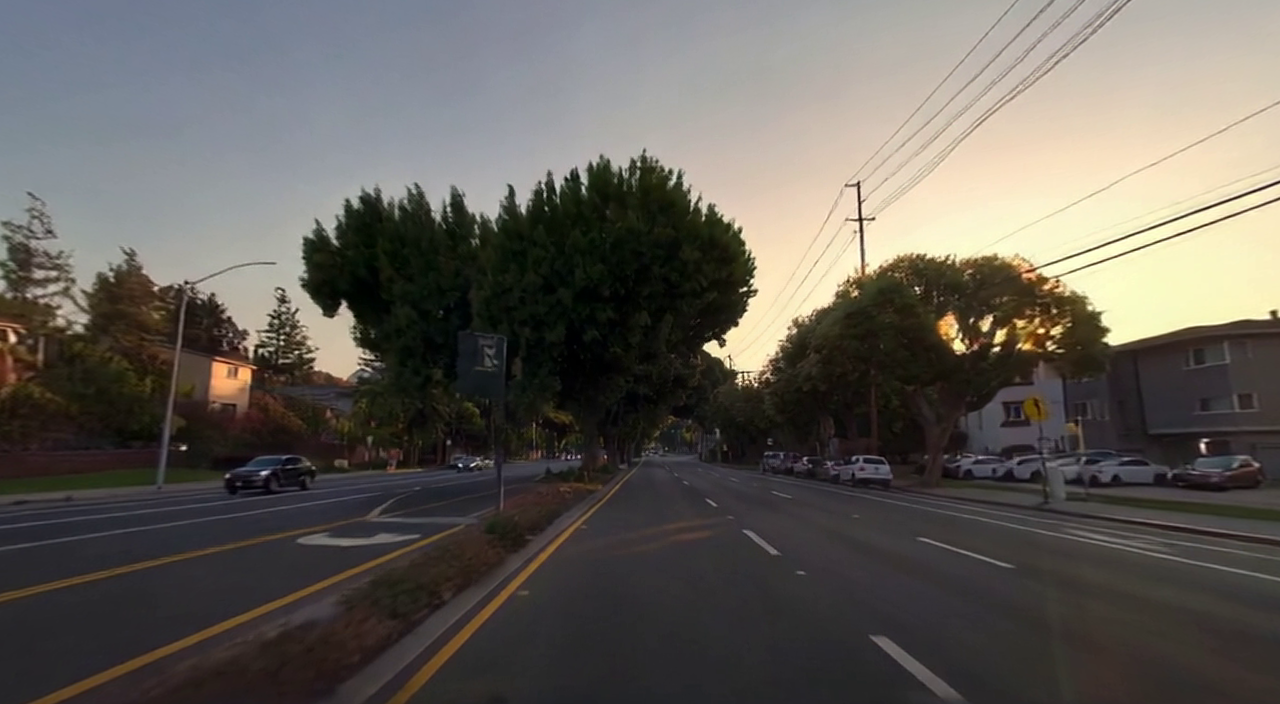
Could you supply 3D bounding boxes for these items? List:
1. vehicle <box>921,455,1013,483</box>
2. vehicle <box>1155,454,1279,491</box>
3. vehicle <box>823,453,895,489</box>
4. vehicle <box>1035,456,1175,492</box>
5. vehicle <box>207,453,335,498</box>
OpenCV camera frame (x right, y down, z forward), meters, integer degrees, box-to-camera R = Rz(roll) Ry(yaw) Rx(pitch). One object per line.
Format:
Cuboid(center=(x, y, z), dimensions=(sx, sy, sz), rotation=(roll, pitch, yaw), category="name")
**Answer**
Cuboid(center=(19.804, 7.095, 38.409), dimensions=(4.643, 1.520, 1.894), rotation=(-3, -9, 18), category="vehicle")
Cuboid(center=(25.543, 5.265, 27.492), dimensions=(4.368, 1.394, 1.983), rotation=(2, -10, 1), category="vehicle")
Cuboid(center=(12.027, 6.545, 34.979), dimensions=(2.182, 1.768, 4.904), rotation=(0, -8, 0), category="vehicle")
Cuboid(center=(20.552, 5.391, 28.005), dimensions=(4.664, 1.504, 1.816), rotation=(0, -8, 1), category="vehicle")
Cuboid(center=(-13.941, 4.669, 24.186), dimensions=(2.047, 1.467, 4.611), rotation=(0, -8, 1), category="vehicle")
